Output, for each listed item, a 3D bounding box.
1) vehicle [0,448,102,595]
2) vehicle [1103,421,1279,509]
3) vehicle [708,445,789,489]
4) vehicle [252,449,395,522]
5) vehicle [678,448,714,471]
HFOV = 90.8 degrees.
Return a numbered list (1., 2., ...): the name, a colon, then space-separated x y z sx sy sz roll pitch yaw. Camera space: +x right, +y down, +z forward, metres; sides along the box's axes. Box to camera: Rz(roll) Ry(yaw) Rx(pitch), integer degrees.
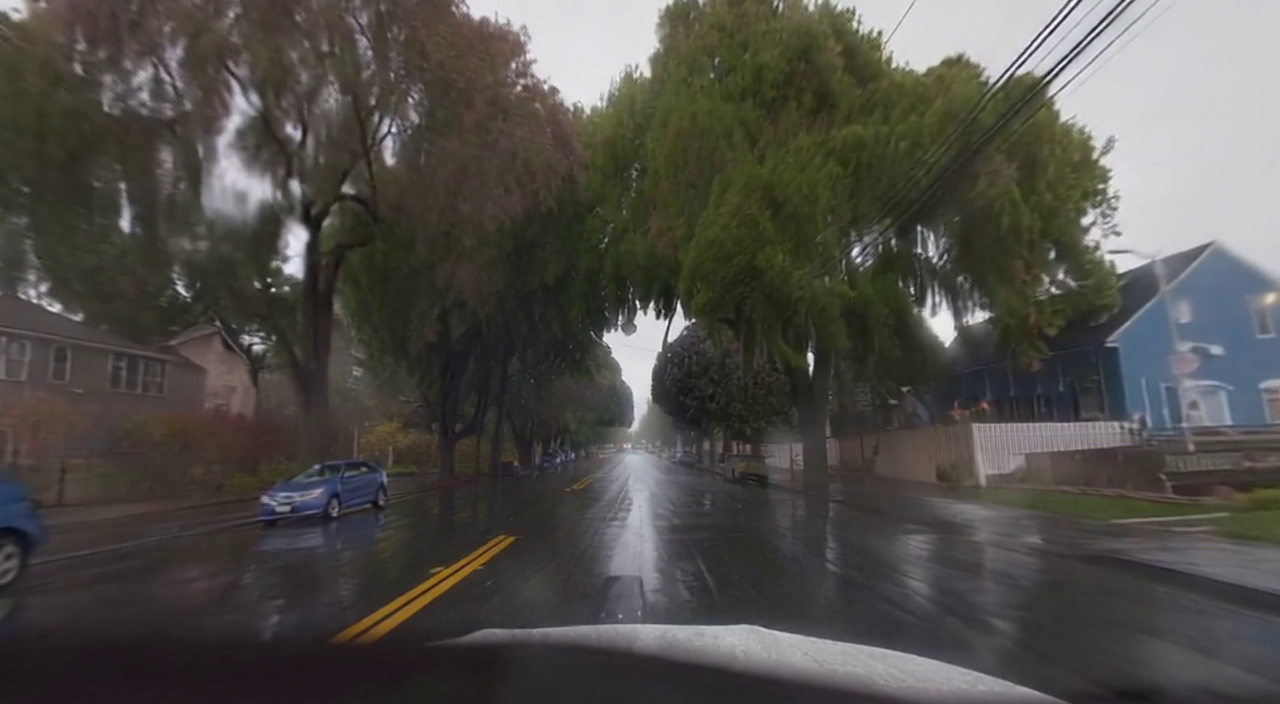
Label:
1. vehicle: -8.570 1.893 6.645 1.913 1.723 4.318 0 -8 1
2. vehicle: 11.870 2.074 11.850 4.716 1.480 2.023 0 -8 1
3. vehicle: 4.184 4.508 25.181 2.052 1.476 4.438 -2 -9 -5
4. vehicle: -8.803 3.686 18.076 1.970 1.785 4.274 0 -8 -2
5. vehicle: 3.853 7.467 44.132 2.031 1.470 4.470 0 -8 -1
